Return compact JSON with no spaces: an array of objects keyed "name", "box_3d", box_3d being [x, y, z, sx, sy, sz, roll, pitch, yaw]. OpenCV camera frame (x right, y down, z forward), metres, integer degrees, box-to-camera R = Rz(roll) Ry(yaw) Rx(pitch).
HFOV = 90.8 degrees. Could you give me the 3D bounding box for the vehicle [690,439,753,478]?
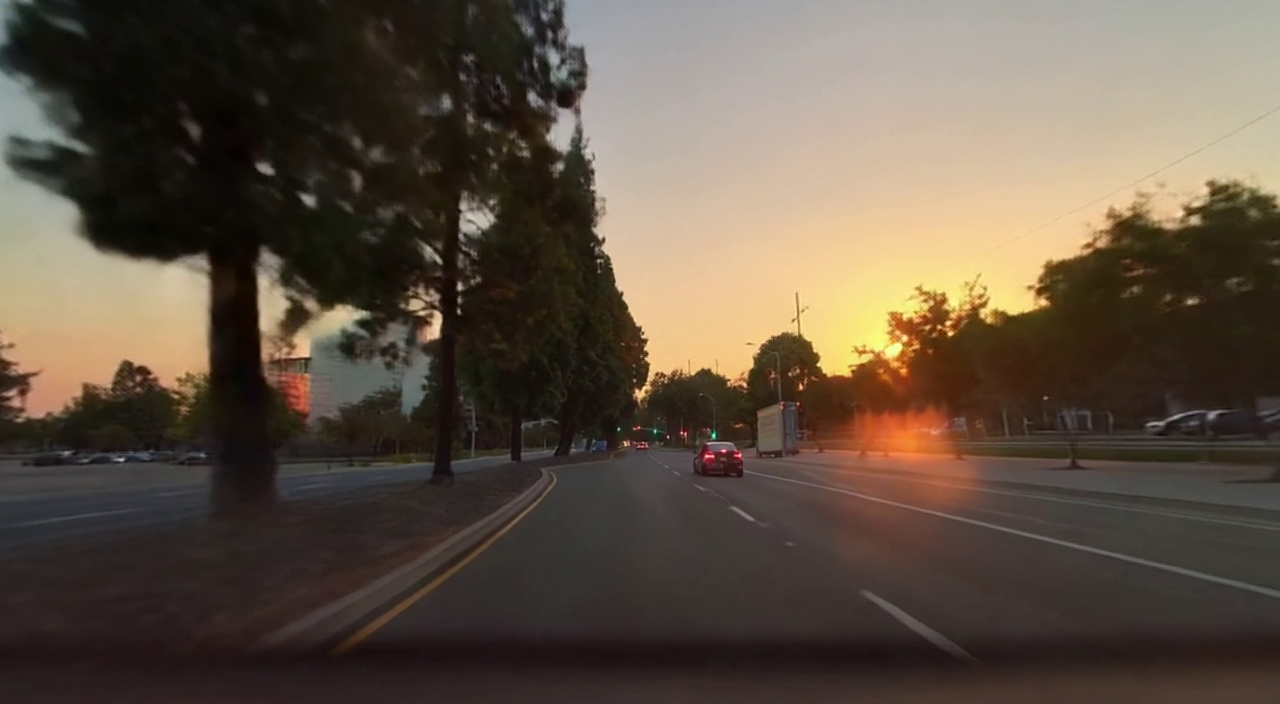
[{"name":"vehicle","box_3d":[3.336,4.473,26.840,1.948,1.479,4.620,0,-8,-1]}]
